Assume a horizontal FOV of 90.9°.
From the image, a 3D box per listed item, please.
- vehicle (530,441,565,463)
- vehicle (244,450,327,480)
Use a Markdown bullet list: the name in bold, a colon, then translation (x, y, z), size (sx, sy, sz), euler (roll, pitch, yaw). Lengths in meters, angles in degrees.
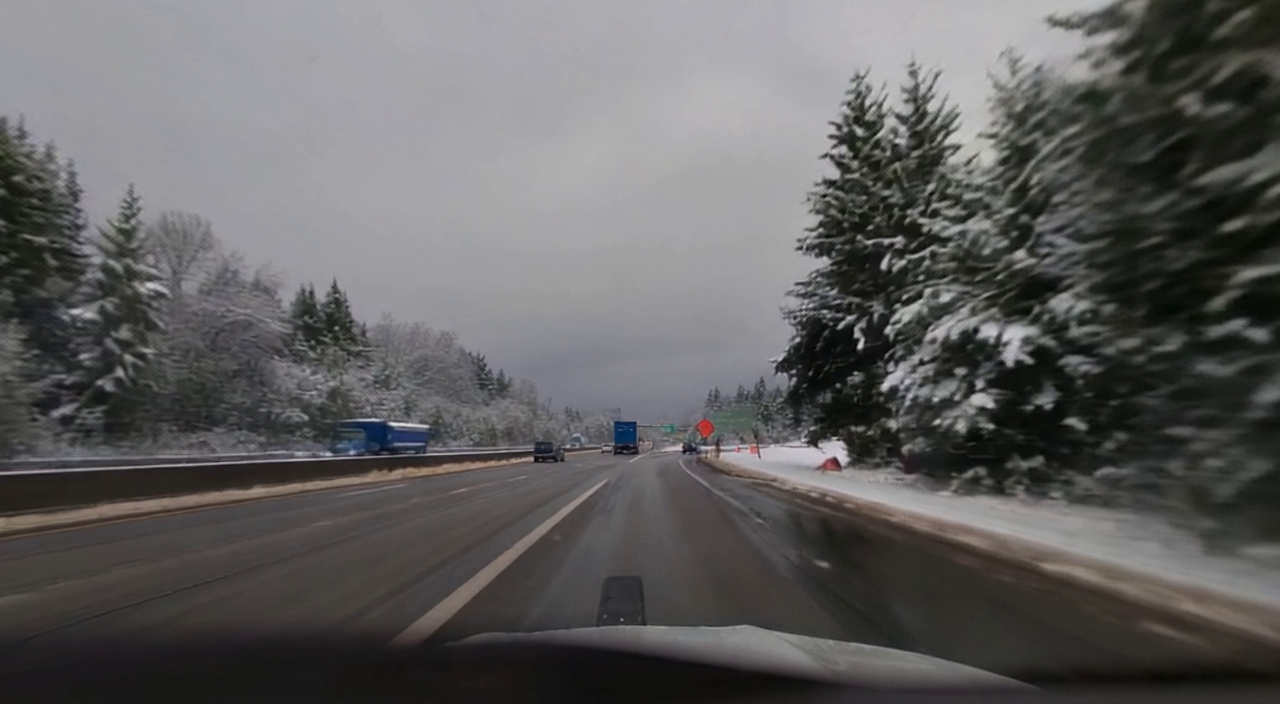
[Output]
- **vehicle**: translation (-6.869, 7.464, 47.064), size (1.893, 1.566, 4.051), euler (-1, -9, 2)
- **vehicle**: translation (-18.616, 5.937, 33.307), size (1.848, 1.421, 4.190), euler (0, -9, 2)
